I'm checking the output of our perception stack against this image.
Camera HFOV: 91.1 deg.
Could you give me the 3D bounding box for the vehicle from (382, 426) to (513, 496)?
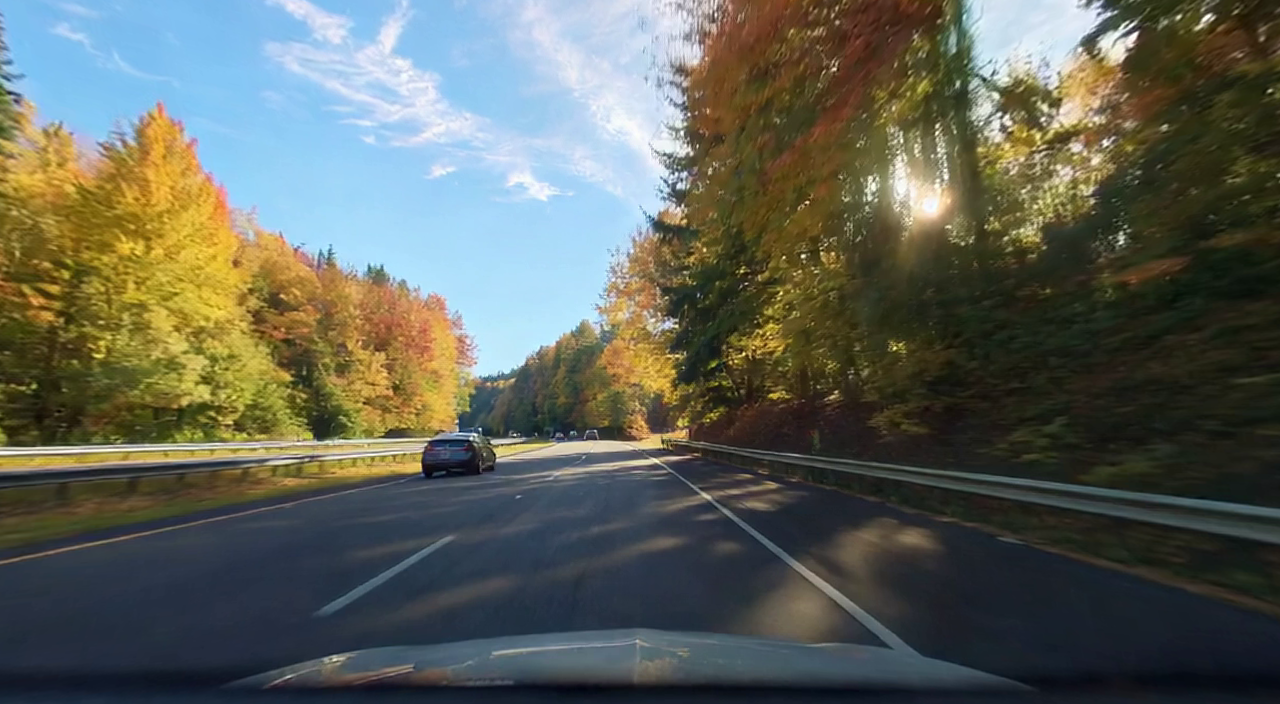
[{"bbox_3d":[-4.774,2.740,16.355,2.073,1.559,4.393,0,-8,-1],"label":"vehicle"}]
